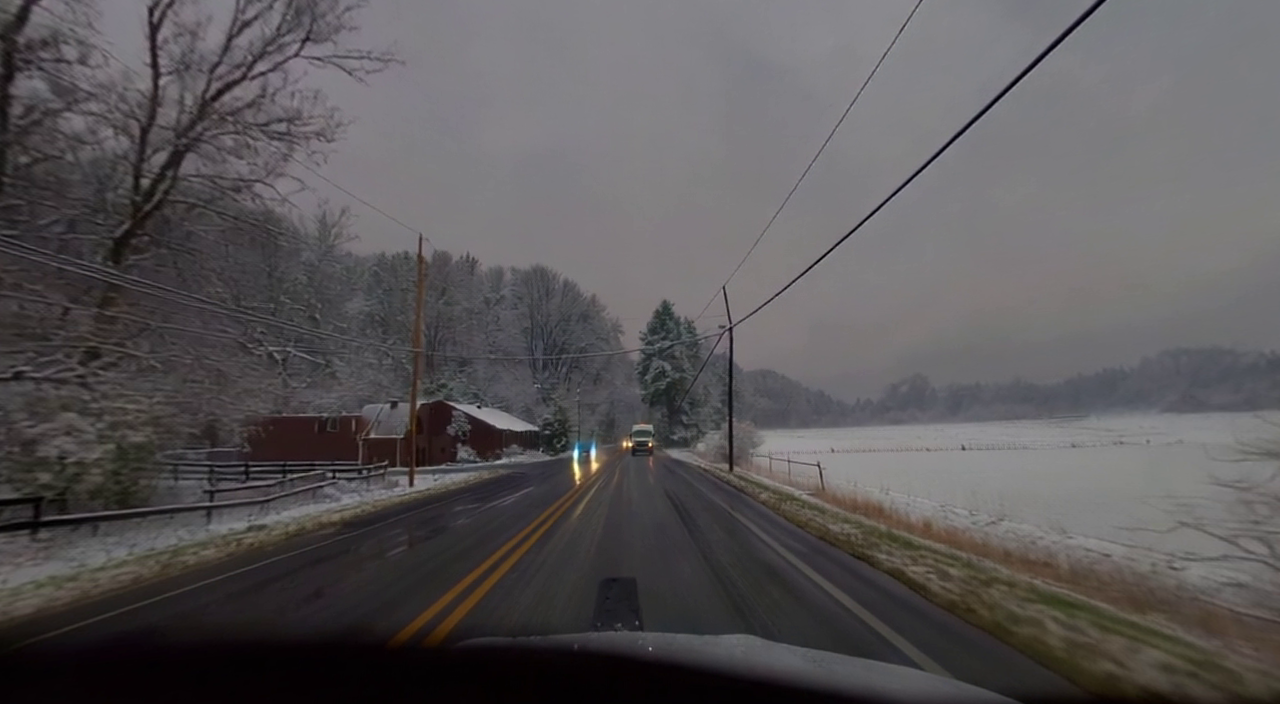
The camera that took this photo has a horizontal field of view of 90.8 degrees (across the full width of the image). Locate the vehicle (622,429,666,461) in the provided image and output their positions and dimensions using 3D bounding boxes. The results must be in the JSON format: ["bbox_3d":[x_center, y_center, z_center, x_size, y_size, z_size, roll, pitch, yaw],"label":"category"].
[{"bbox_3d":[0.141,6.033,40.890,2.649,1.870,5.885,0,-8,-2],"label":"vehicle"}]

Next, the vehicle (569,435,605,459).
[{"bbox_3d":[-4.008,7.302,48.525,2.342,1.778,4.613,0,-8,1],"label":"vehicle"}]
